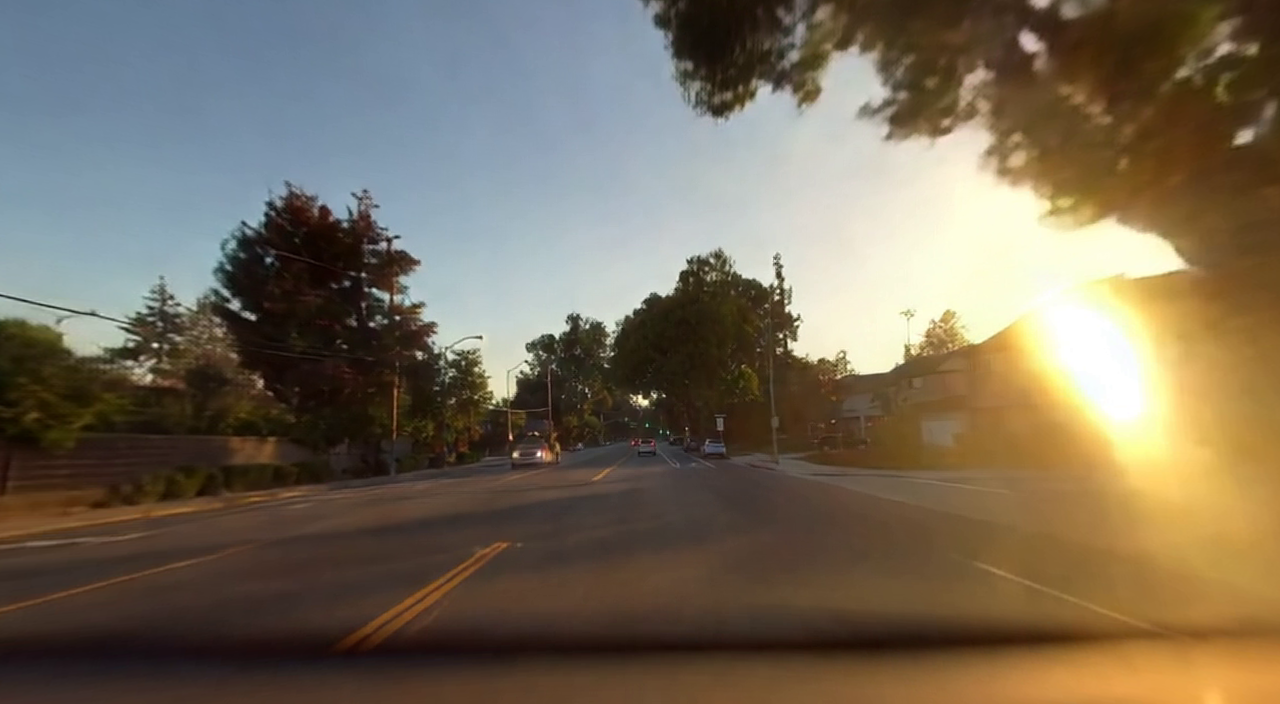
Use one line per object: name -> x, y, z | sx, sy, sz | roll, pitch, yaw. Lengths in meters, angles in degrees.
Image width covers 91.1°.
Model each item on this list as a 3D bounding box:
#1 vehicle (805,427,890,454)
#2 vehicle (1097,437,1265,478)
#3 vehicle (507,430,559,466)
vehicle -> 13.645, 5.834, 41.469 | 4.674, 1.557, 2.288 | -1, -8, -5
vehicle -> 20.883, 4.062, 24.350 | 4.849, 1.470, 2.041 | 0, -8, -7
vehicle -> -7.268, 6.612, 43.297 | 2.413, 2.267, 6.252 | 0, -9, 1
